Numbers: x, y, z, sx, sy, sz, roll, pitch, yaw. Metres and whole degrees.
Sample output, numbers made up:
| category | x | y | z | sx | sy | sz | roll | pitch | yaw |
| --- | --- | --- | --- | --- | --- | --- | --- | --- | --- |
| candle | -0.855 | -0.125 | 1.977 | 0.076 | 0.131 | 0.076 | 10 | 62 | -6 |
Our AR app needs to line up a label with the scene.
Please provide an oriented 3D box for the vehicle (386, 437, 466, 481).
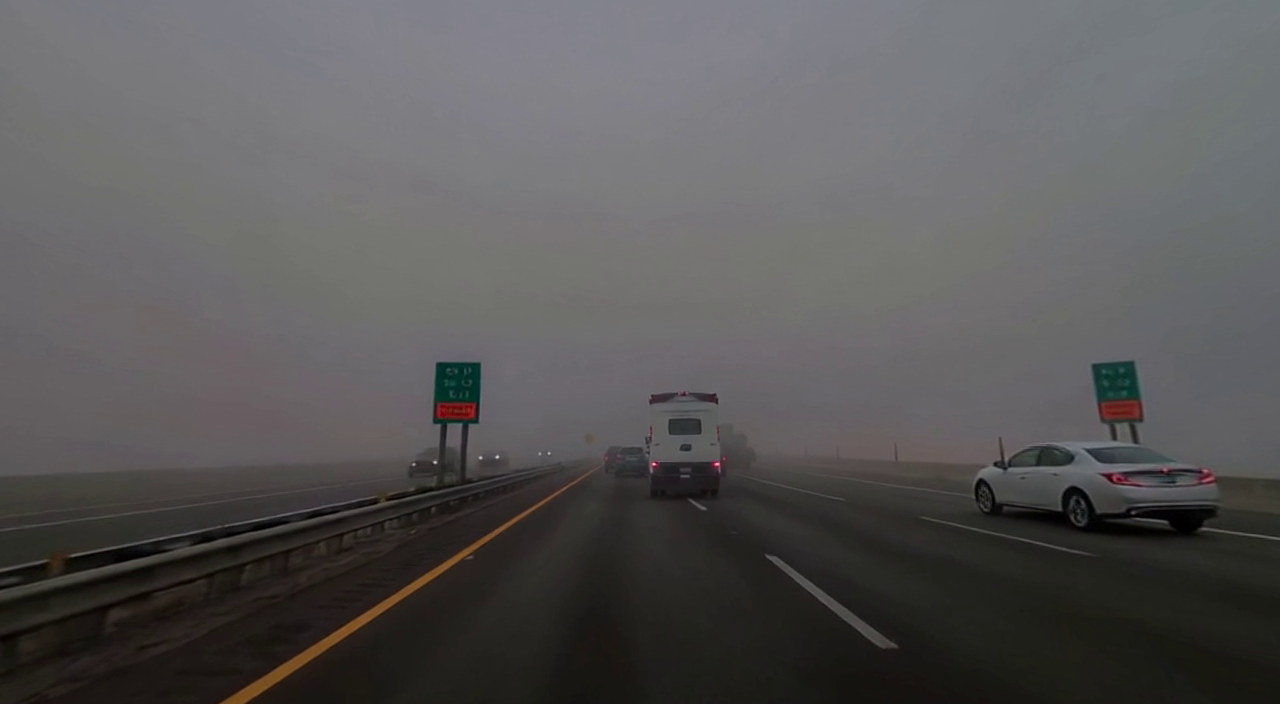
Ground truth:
| category | x | y | z | sx | sy | sz | roll | pitch | yaw |
| --- | --- | --- | --- | --- | --- | --- | --- | --- | --- |
| vehicle | -9.964 | 5.013 | 29.638 | 2.140 | 1.901 | 4.718 | 0 | -9 | -1 |

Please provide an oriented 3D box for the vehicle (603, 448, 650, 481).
| category | x | y | z | sx | sy | sz | roll | pitch | yaw |
| --- | --- | --- | --- | --- | --- | --- | --- | --- | --- |
| vehicle | -0.605 | 5.068 | 28.472 | 1.985 | 1.371 | 3.674 | 0 | -9 | -1 |

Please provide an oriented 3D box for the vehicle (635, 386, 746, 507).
| category | x | y | z | sx | sy | sz | roll | pitch | yaw |
| --- | --- | --- | --- | --- | --- | --- | --- | --- | --- |
| vehicle | 1.408 | 2.629 | 17.425 | 2.506 | 2.743 | 6.093 | -1 | -9 | 5 |

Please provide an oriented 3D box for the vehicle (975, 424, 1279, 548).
| category | x | y | z | sx | sy | sz | roll | pitch | yaw |
| --- | --- | --- | --- | --- | --- | --- | --- | --- | --- |
| vehicle | 7.378 | 1.988 | 9.866 | 1.988 | 1.534 | 3.763 | 0 | -9 | -2 |
